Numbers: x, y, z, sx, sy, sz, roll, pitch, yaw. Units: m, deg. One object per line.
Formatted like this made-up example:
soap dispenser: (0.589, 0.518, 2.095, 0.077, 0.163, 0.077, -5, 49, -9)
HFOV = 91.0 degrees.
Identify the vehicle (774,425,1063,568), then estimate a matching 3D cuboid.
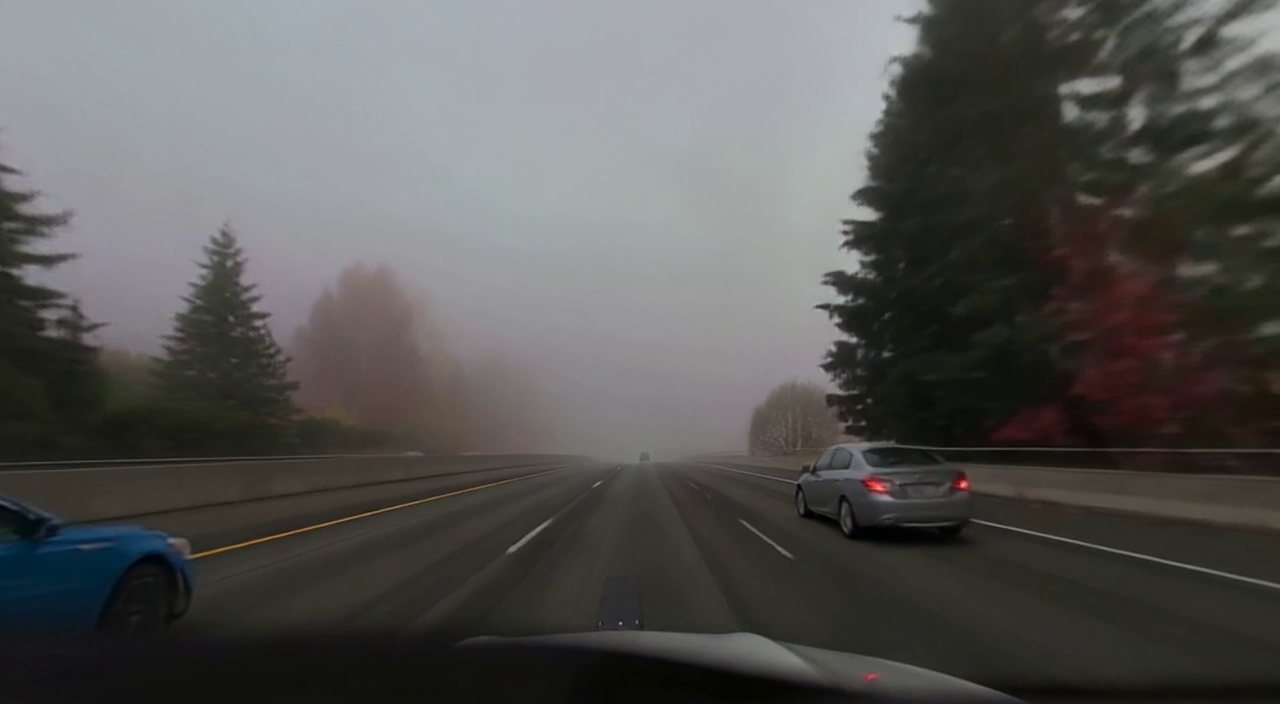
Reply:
vehicle: (3.605, 1.960, 9.405, 2.146, 1.573, 4.661, 0, -9, -1)

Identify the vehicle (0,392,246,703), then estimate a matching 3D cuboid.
vehicle: (-3.956, 0.896, 2.415, 2.010, 1.550, 4.376, 0, -9, 0)
